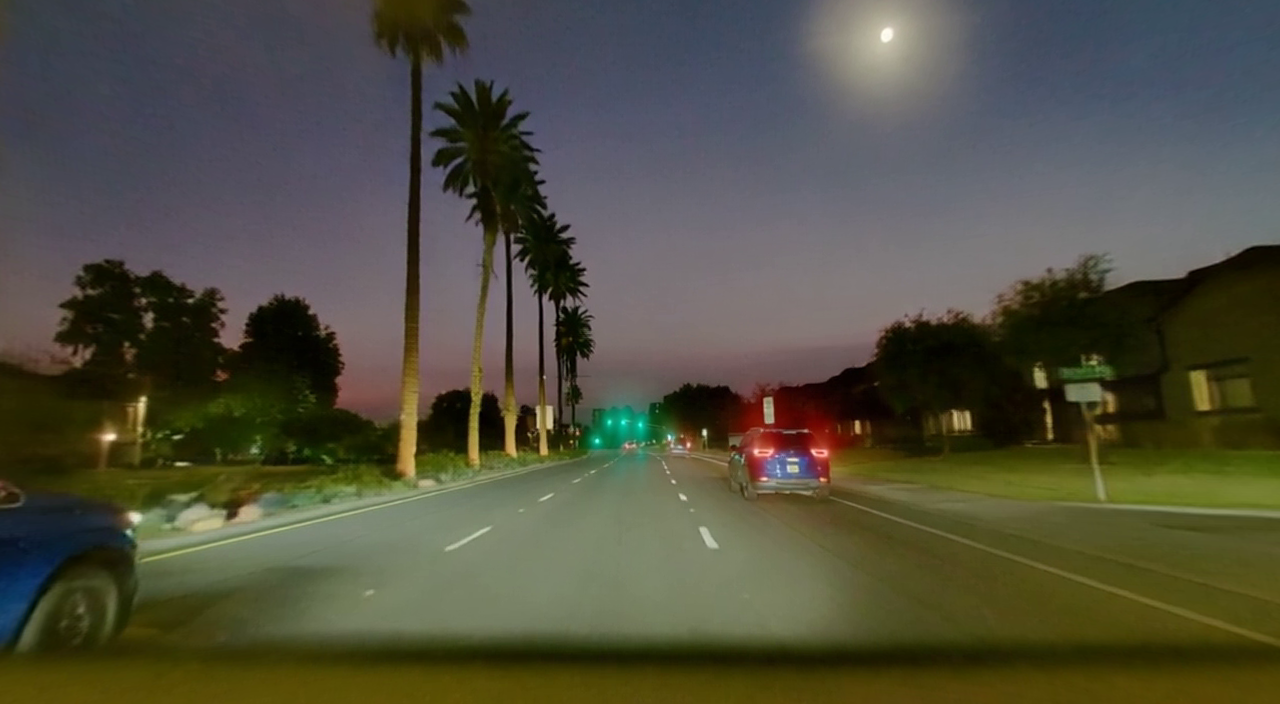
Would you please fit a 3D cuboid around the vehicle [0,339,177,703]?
[{"bbox_3d":[-4.007,0.622,1.414,2.150,1.768,4.868,0,-8,0],"label":"vehicle"}]

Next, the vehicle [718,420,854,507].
[{"bbox_3d":[3.324,2.663,15.412,2.195,1.804,4.658,0,-8,0],"label":"vehicle"}]
